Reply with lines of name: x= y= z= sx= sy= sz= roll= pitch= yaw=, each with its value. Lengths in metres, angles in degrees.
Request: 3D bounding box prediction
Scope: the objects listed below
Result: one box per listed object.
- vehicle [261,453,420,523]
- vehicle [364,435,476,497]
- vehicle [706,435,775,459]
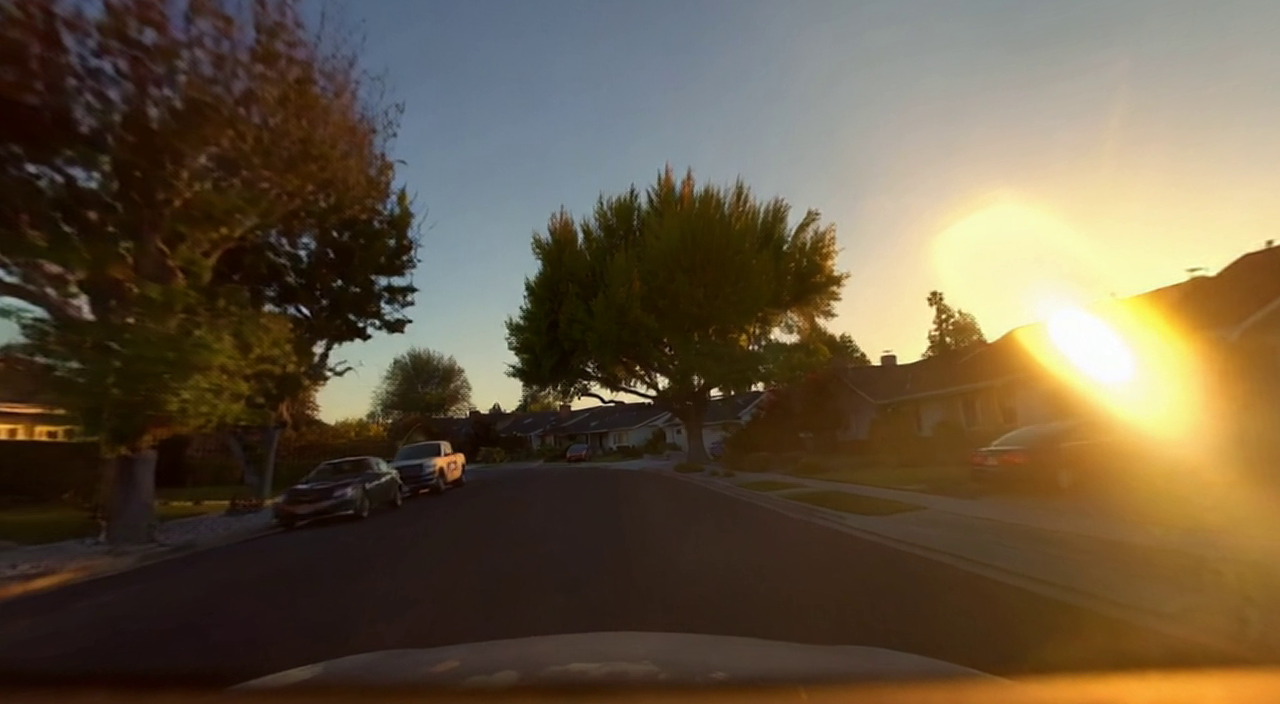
vehicle: x=-6.954 y=3.165 z=15.185 sx=2.017 sy=1.397 sz=4.004 roll=0 pitch=-9 yaw=-3
vehicle: x=-7.653 y=4.020 z=22.683 sx=2.338 sy=1.925 sz=5.725 roll=0 pitch=-9 yaw=-4
vehicle: x=7.245 y=6.858 z=45.591 sx=4.533 sy=1.557 sz=1.981 roll=2 pitch=-6 yaw=-14
